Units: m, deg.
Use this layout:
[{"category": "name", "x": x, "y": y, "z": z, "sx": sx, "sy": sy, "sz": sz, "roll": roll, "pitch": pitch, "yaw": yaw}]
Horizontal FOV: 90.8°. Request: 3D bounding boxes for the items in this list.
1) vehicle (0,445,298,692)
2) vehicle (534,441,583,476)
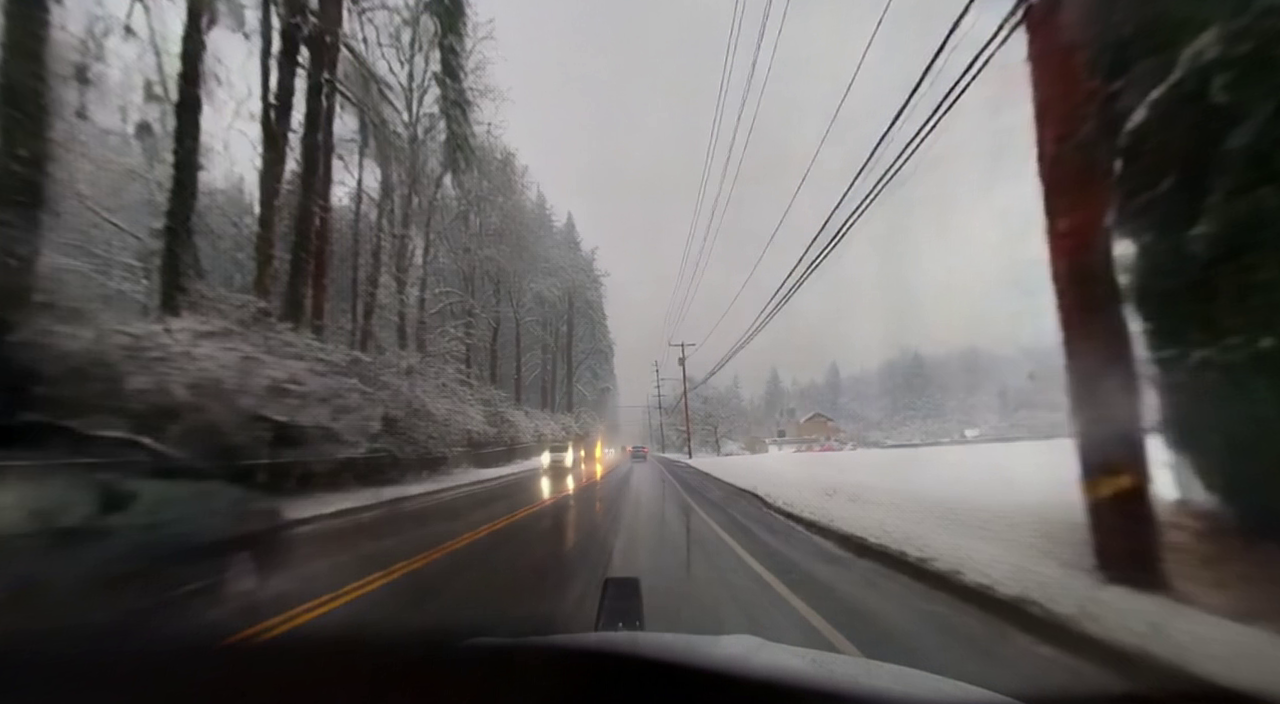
[{"category": "vehicle", "x": -4.854, "y": 1.450, "z": 4.749, "sx": 2.069, "sy": 1.471, "sz": 4.226, "roll": -1, "pitch": -9, "yaw": 2}, {"category": "vehicle", "x": -4.571, "y": 6.054, "z": 36.140, "sx": 2.225, "sy": 1.872, "sz": 4.588, "roll": 0, "pitch": -9, "yaw": 0}]
